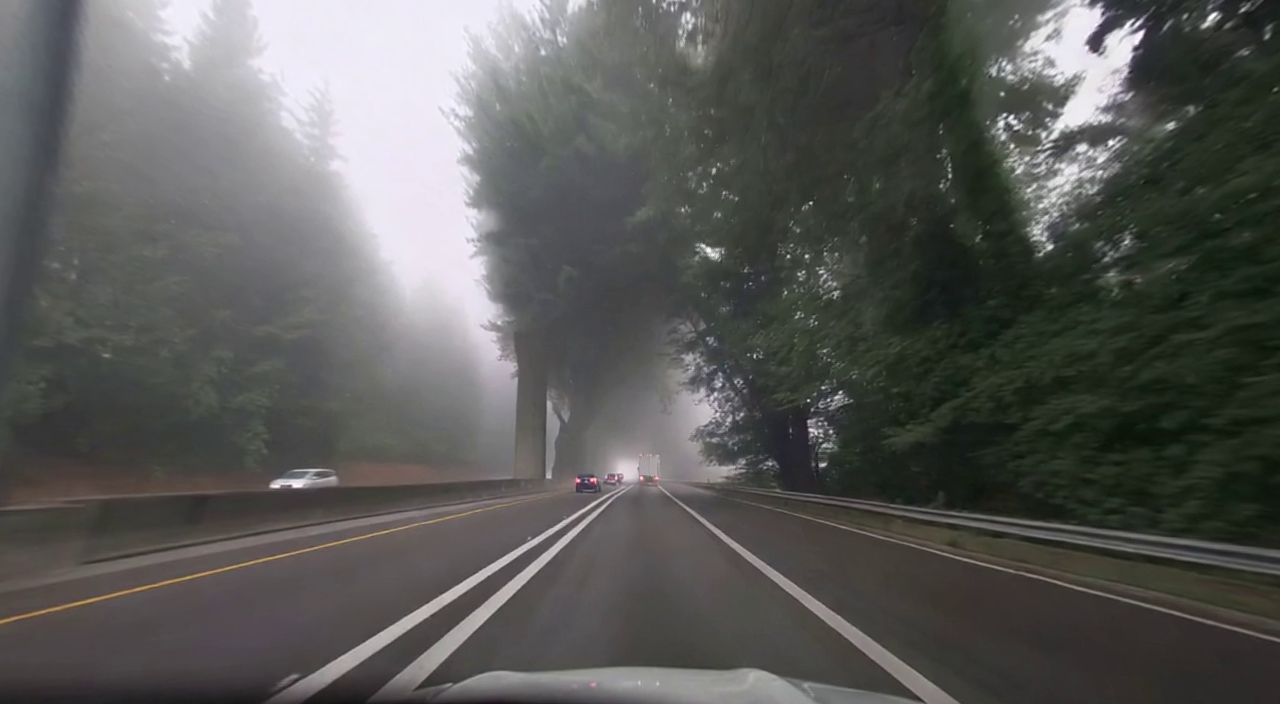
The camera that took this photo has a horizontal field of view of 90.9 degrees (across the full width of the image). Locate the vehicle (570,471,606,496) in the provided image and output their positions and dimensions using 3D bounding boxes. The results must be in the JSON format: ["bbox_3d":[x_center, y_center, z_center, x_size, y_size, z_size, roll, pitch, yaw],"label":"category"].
[{"bbox_3d":[-3.406,8.757,42.175,1.976,1.514,3.917,1,-11,1],"label":"vehicle"}]

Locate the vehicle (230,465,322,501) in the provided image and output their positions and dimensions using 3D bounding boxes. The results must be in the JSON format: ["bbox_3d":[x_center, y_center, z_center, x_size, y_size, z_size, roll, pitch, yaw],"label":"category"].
[{"bbox_3d":[-20.311,7.325,35.495,2.022,1.820,5.060,1,-11,1],"label":"vehicle"}]
